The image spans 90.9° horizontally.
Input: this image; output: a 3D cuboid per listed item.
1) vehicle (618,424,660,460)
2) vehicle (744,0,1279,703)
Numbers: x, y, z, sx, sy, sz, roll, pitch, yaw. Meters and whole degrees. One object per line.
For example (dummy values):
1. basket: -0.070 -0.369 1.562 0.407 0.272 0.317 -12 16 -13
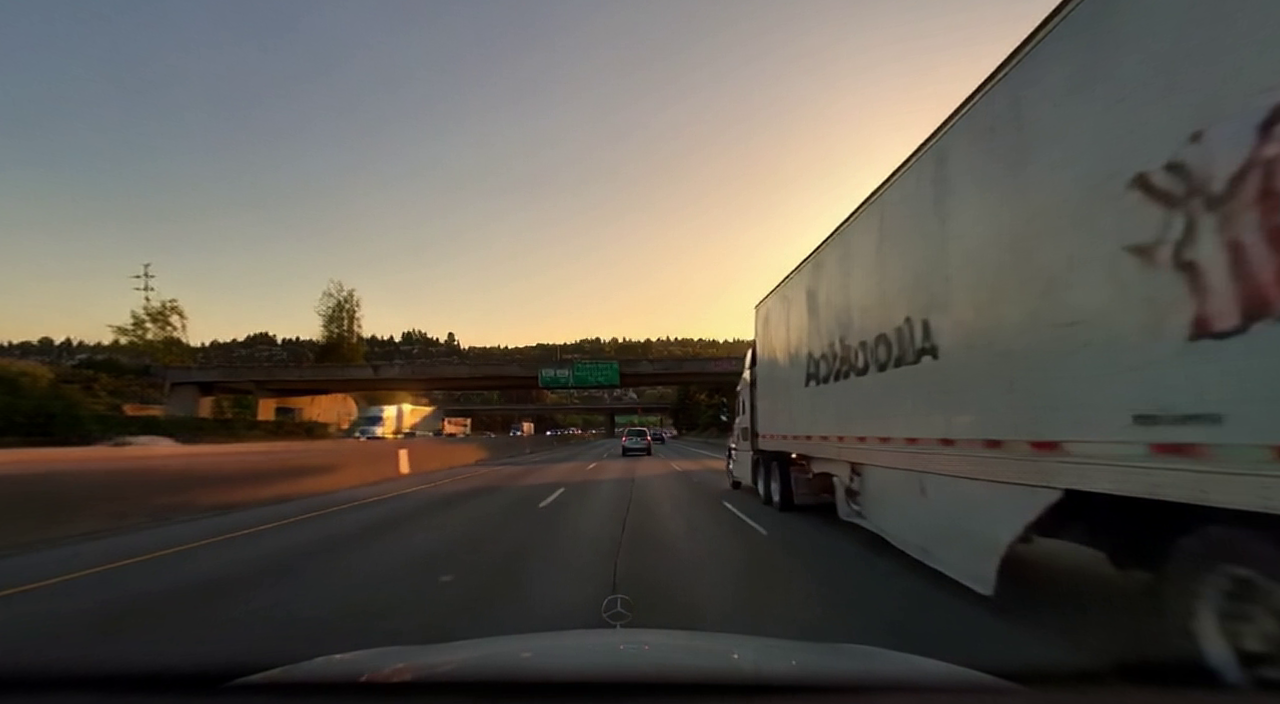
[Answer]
1. vehicle: -0.104 5.189 36.545 2.277 1.913 4.510 0 -8 -1
2. vehicle: 3.961 0.265 6.835 2.987 4.021 14.105 0 -8 -1
